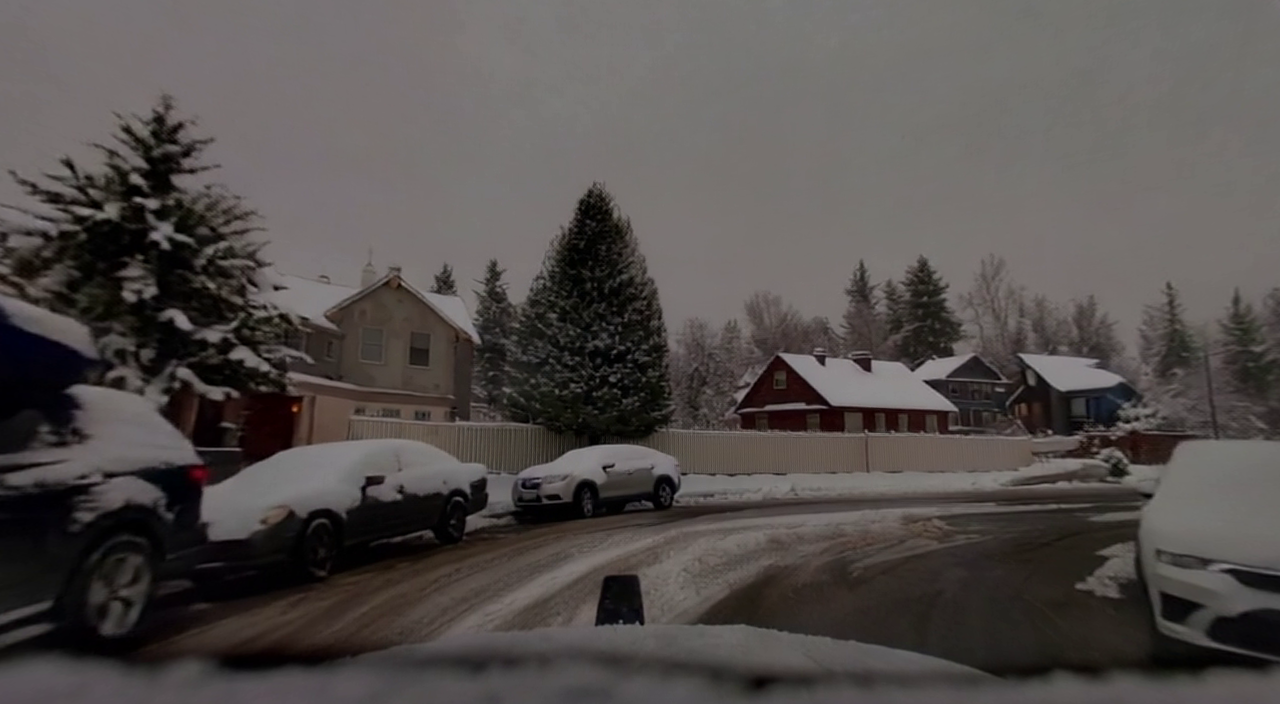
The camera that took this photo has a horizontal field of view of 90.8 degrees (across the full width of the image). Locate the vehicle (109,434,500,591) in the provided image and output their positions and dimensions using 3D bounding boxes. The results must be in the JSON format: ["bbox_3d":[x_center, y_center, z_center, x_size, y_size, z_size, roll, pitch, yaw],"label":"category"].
[{"bbox_3d":[-3.895,2.014,8.567,1.943,1.475,4.701,-5,-11,14],"label":"vehicle"}]

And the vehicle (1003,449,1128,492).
[{"bbox_3d":[16.497,4.529,24.461,4.731,1.478,1.930,5,-9,-28],"label":"vehicle"}]

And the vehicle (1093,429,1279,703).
[{"bbox_3d":[5.053,1.395,4.920,2.054,1.509,4.671,-6,-10,39],"label":"vehicle"}]

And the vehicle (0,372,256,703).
[{"bbox_3d":[-4.407,0.972,2.871,2.247,1.702,5.043,-4,-11,-1],"label":"vehicle"}]

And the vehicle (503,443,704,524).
[{"bbox_3d":[-0.718,2.865,14.476,4.217,1.547,2.082,8,-11,-43],"label":"vehicle"}]
